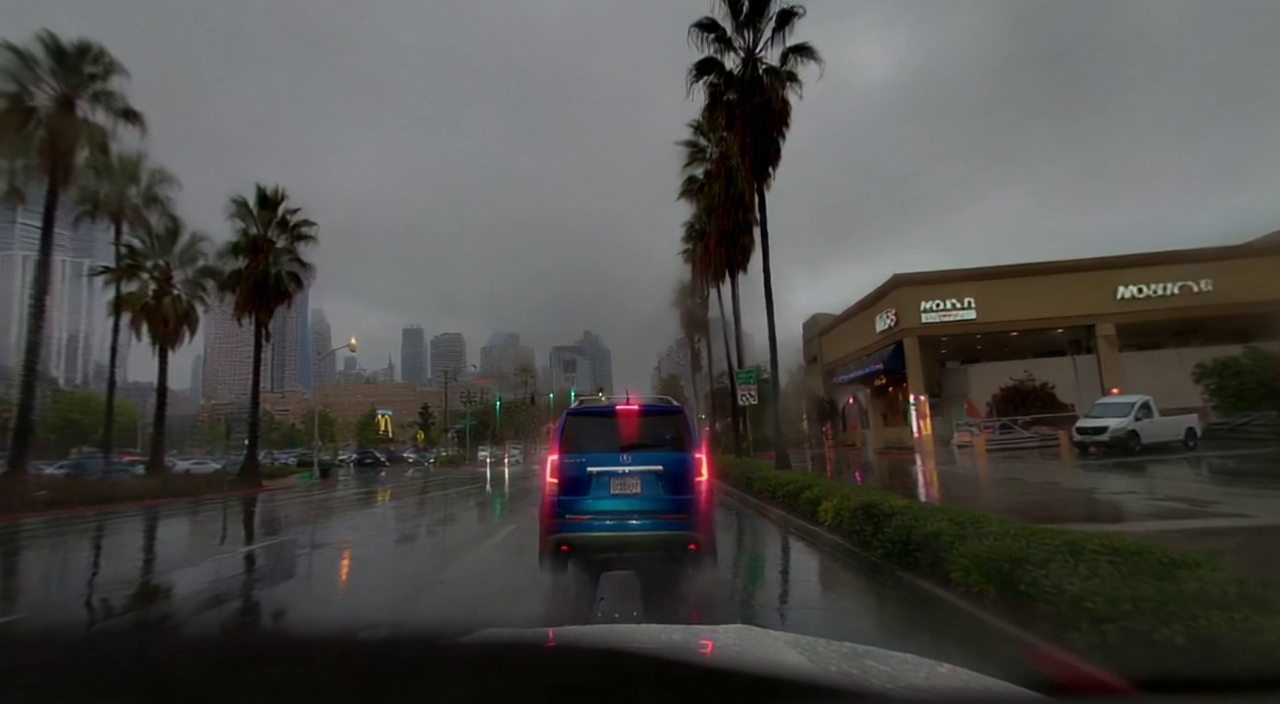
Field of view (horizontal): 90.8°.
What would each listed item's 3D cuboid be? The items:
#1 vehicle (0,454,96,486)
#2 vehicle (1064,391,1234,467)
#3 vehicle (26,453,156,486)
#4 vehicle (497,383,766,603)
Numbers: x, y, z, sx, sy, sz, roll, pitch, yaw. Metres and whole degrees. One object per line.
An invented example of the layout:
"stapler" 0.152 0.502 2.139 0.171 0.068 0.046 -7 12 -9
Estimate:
"vehicle" -28.431 5.359 28.697 5.154 1.343 1.943 4 -9 -25
"vehicle" 16.120 2.492 19.892 6.060 2.047 2.490 6 -11 -36
"vehicle" -27.878 5.959 32.304 4.593 1.528 1.979 5 -10 -29
"vehicle" -0.116 1.464 7.278 2.234 1.818 3.869 0 -9 -2
